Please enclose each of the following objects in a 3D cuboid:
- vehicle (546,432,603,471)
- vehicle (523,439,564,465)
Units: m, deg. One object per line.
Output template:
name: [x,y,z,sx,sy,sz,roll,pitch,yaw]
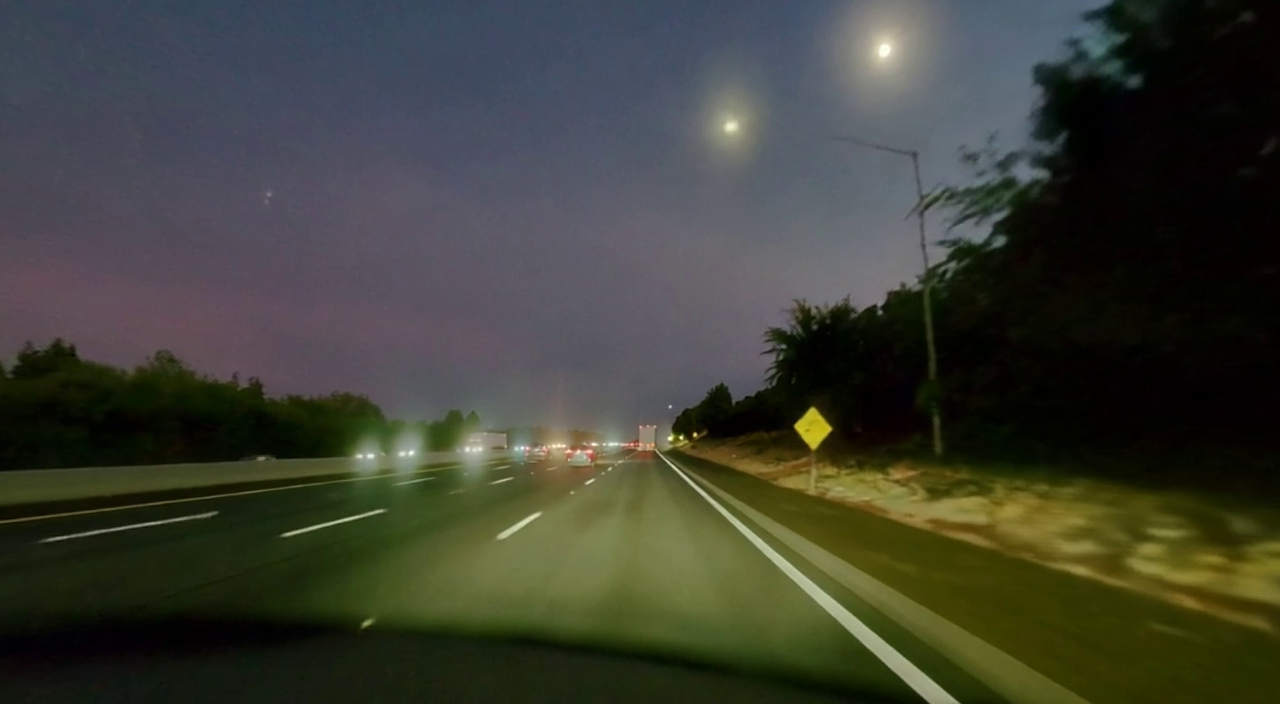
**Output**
vehicle: [-3.249,5.104,32.463,2.283,1.802,4.810,0,-8,1]
vehicle: [-6.586,6.854,43.481,2.062,1.691,4.278,0,-8,0]
